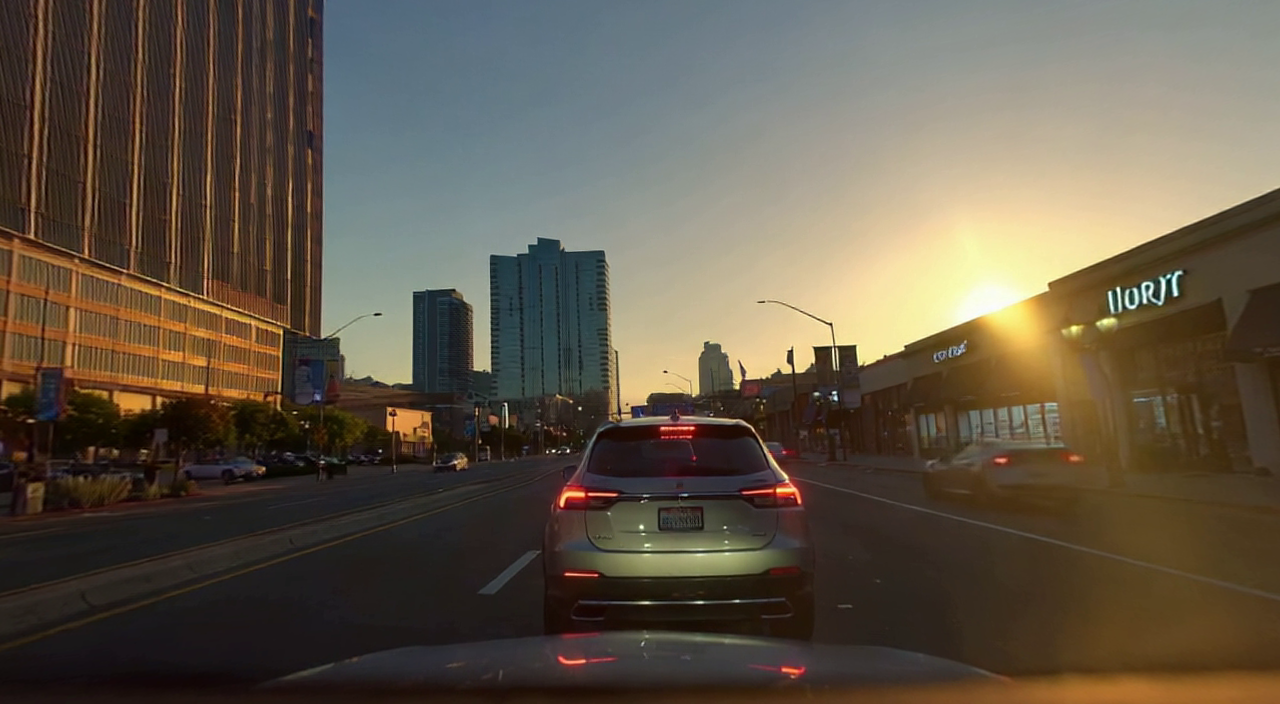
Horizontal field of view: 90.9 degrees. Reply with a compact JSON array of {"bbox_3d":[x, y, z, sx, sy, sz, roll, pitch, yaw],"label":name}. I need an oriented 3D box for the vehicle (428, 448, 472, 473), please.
[{"bbox_3d":[-13.897,7.908,46.260,1.965,1.695,4.284,0,-8,-1],"label":"vehicle"}]

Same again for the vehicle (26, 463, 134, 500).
[{"bbox_3d":[-28.640,6.622,32.431,2.018,1.716,4.042,-1,-10,-5],"label":"vehicle"}]

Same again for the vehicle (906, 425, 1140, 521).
[{"bbox_3d":[6.973,2.237,12.141,1.900,1.507,4.151,0,-8,0],"label":"vehicle"}]

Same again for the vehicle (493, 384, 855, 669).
[{"bbox_3d":[0.201,1.311,5.735,2.125,1.669,3.880,0,-8,0],"label":"vehicle"}]

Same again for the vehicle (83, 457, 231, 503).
[{"bbox_3d":[-20.201,5.286,26.510,4.608,1.659,1.981,8,-12,-44],"label":"vehicle"}]
